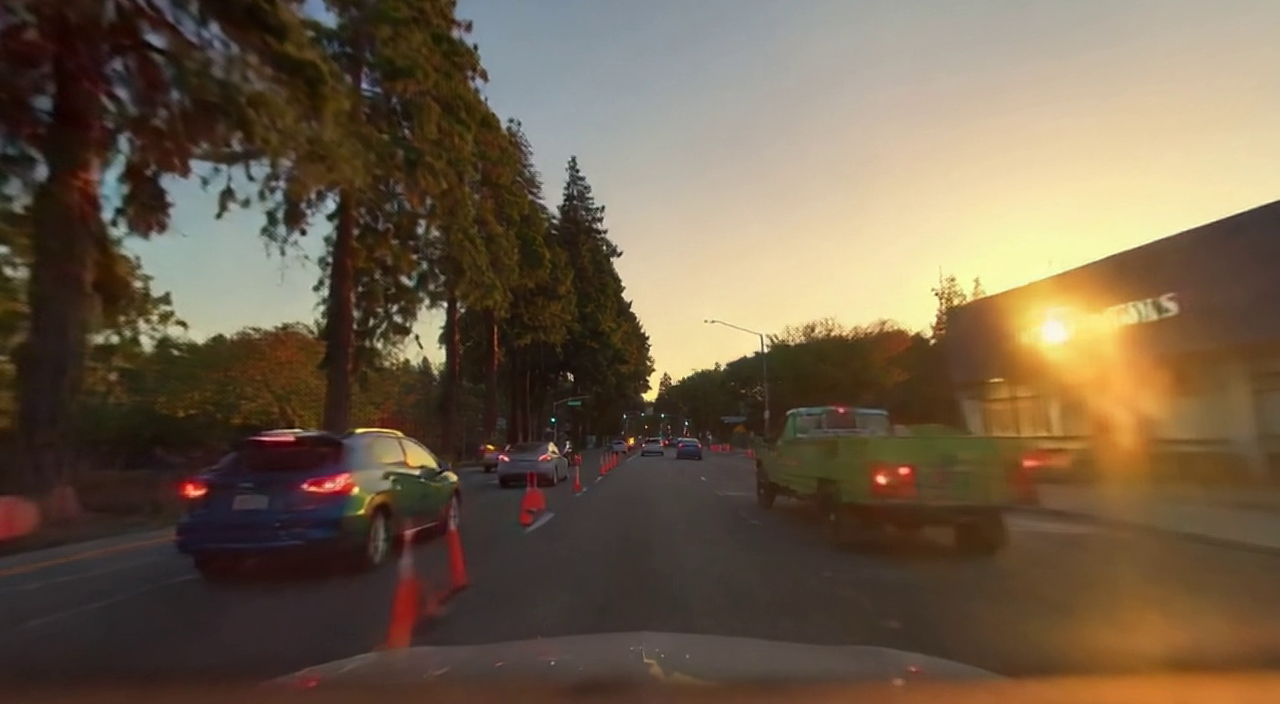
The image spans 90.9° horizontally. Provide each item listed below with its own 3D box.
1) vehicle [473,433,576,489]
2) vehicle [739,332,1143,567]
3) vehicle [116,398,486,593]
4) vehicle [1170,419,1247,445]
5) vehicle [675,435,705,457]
[{"bbox_3d":[-3.351,3.278,19.337,2.107,1.482,4.674,0,-8,2],"label":"vehicle"},{"bbox_3d":[3.790,1.568,10.658,2.760,2.465,7.936,0,-8,-1],"label":"vehicle"},{"bbox_3d":[-3.505,1.563,7.760,2.038,1.682,4.399,0,-8,1],"label":"vehicle"},{"bbox_3d":[35.863,5.083,39.875,1.999,1.564,3.899,-2,-8,16],"label":"vehicle"},{"bbox_3d":[3.944,7.294,49.067,1.984,1.659,4.226,-1,-8,9],"label":"vehicle"}]
